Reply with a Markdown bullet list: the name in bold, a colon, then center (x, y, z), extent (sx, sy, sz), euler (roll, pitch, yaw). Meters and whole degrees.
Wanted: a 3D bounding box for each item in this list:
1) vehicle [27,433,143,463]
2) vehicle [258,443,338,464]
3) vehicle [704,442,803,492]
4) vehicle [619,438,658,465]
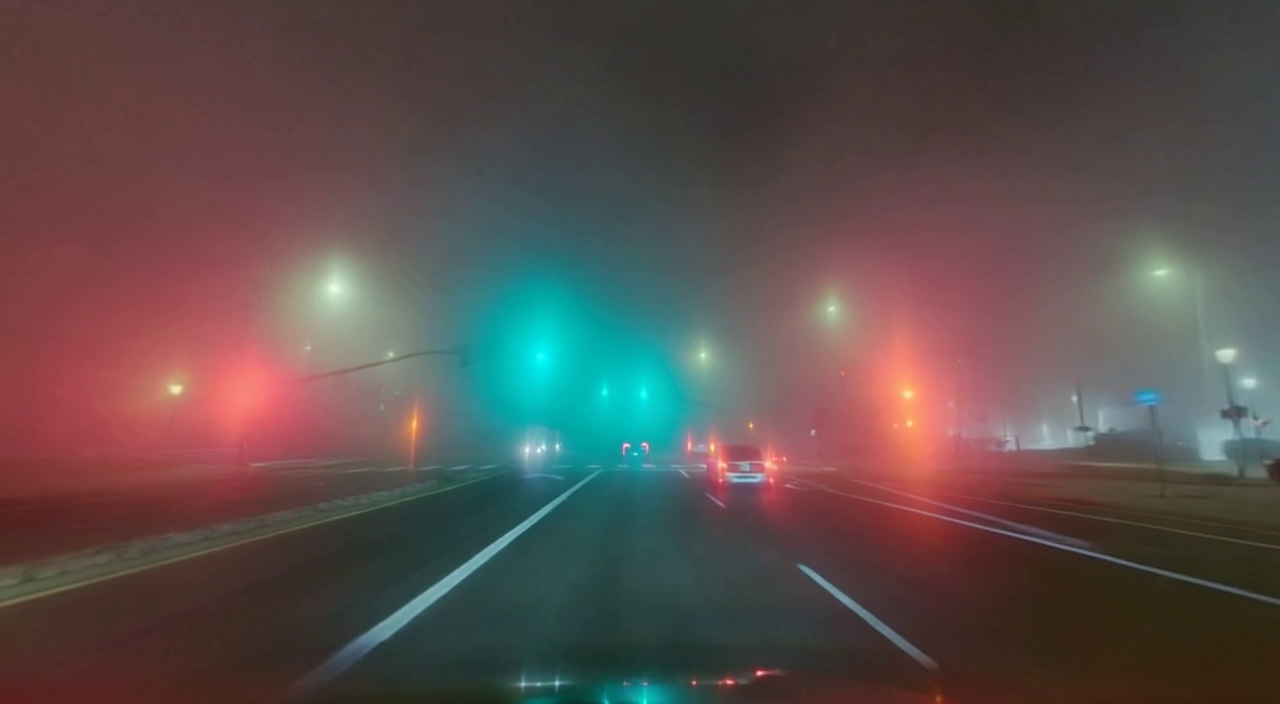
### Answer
- **vehicle**: center (-29.903, 5.193, 34.134), extent (4.469, 1.501, 1.990), euler (-1, -9, 3)
- **vehicle**: center (-25.200, 7.469, 46.665), extent (4.751, 1.501, 2.147), euler (-1, -8, 5)
- **vehicle**: center (3.286, 3.422, 19.280), extent (2.080, 1.321, 4.382), euler (0, -8, -2)
- **vehicle**: center (-0.077, 5.759, 36.847), extent (2.143, 1.480, 4.006), euler (0, -8, -1)
